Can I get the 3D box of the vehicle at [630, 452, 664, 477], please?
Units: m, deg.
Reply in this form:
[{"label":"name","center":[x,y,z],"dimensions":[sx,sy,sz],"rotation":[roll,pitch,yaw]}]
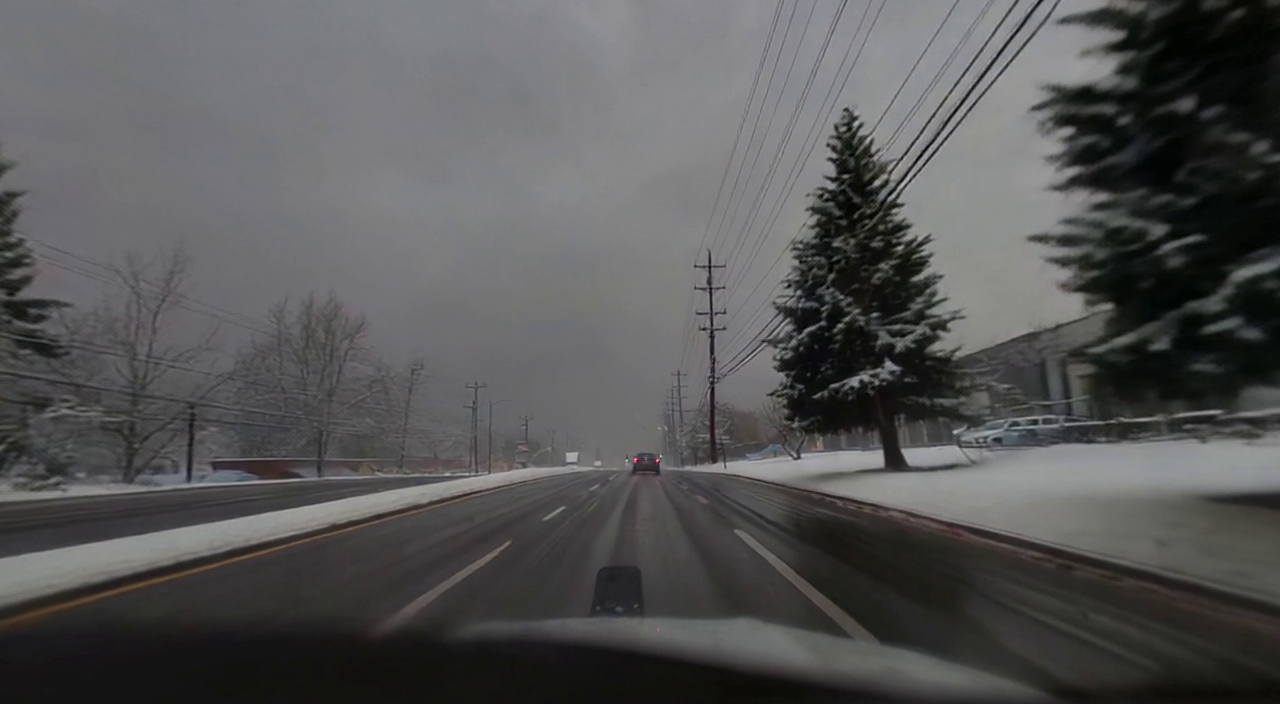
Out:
[{"label":"vehicle","center":[0.417,7.448,41.992],"dimensions":[2.114,1.492,4.453],"rotation":[0,-8,0]}]
